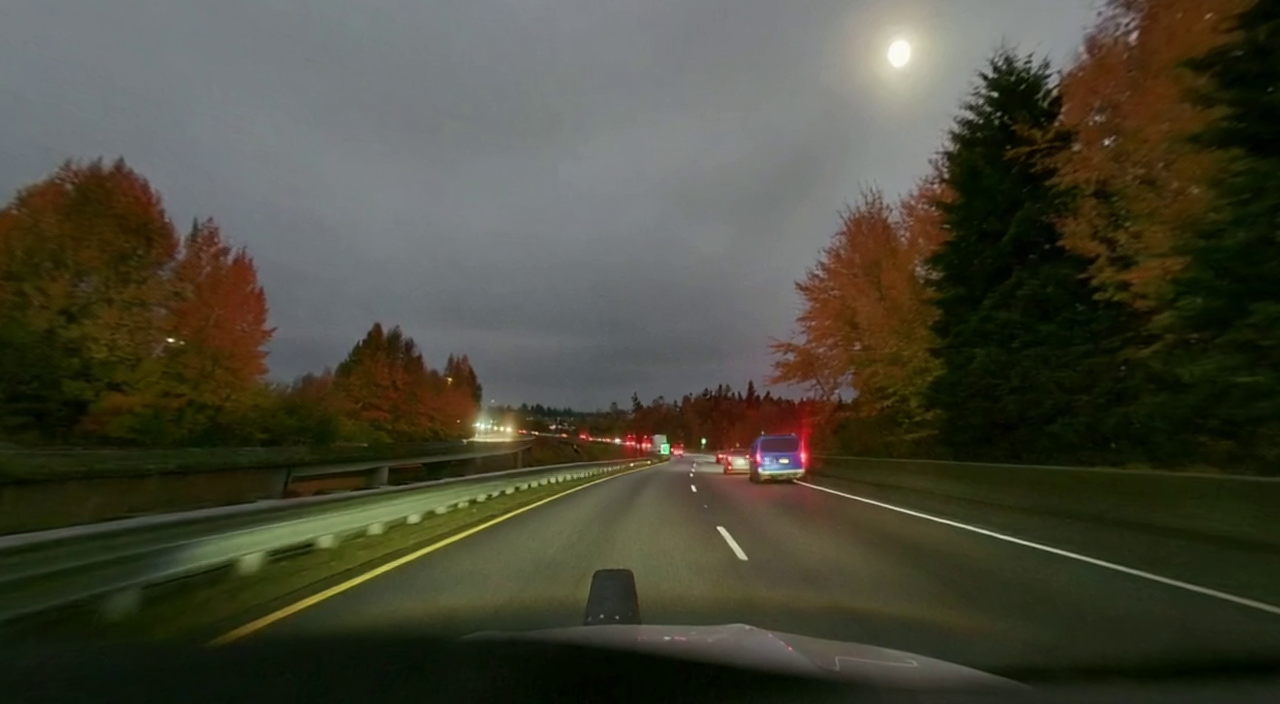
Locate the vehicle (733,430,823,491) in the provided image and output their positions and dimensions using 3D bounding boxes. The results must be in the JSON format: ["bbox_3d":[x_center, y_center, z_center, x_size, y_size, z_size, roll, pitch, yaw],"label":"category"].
[{"bbox_3d":[4.848,3.915,22.848,2.205,1.923,4.956,-1,-9,1],"label":"vehicle"}]
